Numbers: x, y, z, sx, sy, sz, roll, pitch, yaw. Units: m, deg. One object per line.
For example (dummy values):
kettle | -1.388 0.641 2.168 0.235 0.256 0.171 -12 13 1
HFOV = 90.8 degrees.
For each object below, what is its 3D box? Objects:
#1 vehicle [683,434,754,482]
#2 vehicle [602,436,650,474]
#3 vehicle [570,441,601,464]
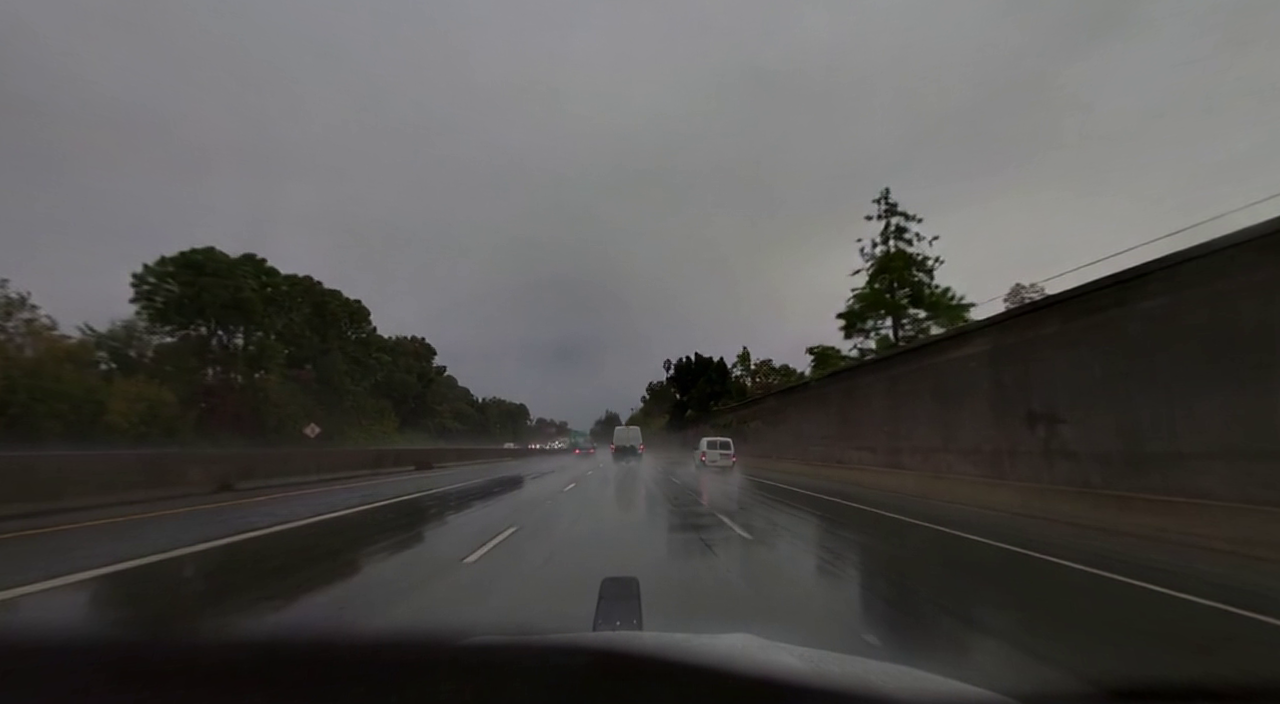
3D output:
vehicle | 3.064 4.232 25.561 2.160 1.759 4.214 0 -8 -3
vehicle | -0.691 5.255 32.387 2.297 1.783 4.355 0 -8 0
vehicle | -4.129 7.716 48.657 2.023 1.709 4.263 0 -8 0
